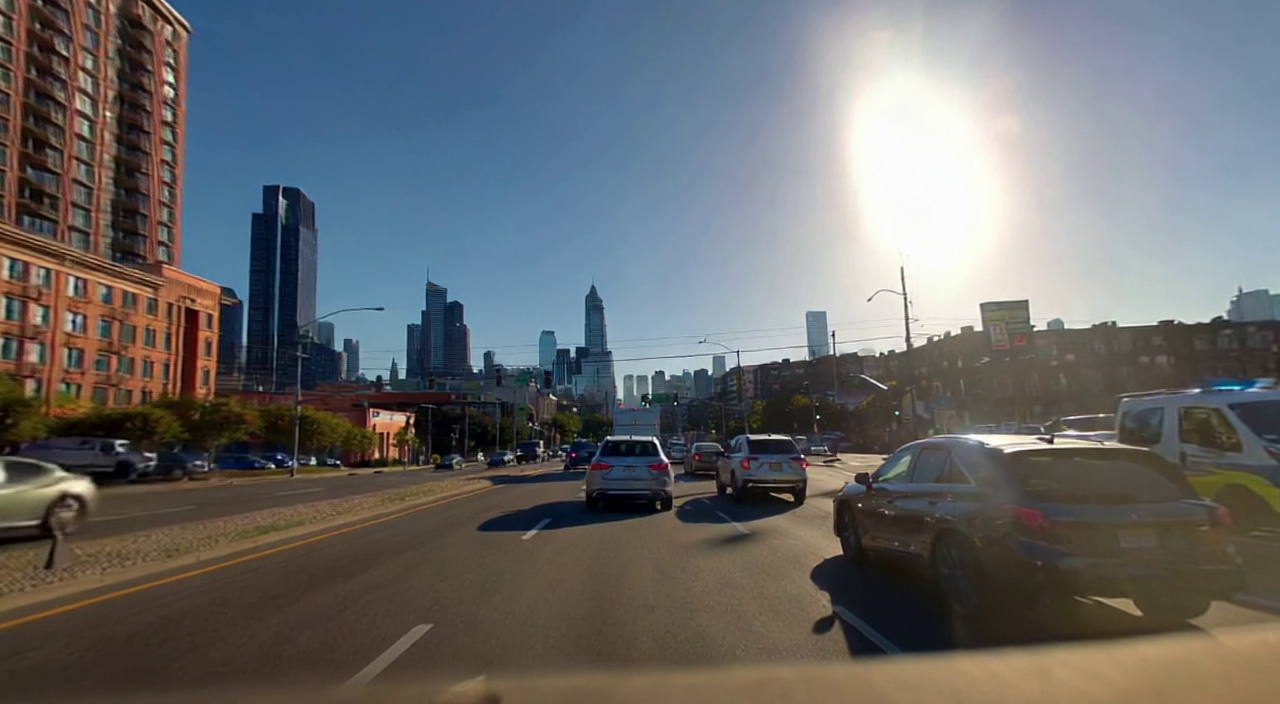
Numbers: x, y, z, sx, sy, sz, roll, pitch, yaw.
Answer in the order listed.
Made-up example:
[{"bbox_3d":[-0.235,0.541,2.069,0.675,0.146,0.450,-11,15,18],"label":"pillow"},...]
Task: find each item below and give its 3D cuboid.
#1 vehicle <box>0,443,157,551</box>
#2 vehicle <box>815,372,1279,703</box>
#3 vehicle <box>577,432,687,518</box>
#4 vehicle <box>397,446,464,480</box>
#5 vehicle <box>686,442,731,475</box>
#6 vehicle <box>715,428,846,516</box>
[{"bbox_3d":[-11.061,2.404,10.715,2.055,1.663,4.637,0,-9,0],"label":"vehicle"},{"bbox_3d":[3.242,1.272,5.314,2.056,1.700,4.399,0,-9,-3],"label":"vehicle"},{"bbox_3d":[-0.179,2.653,14.075,2.106,1.613,3.697,0,-9,-1],"label":"vehicle"},{"bbox_3d":[-11.352,6.028,34.656,2.083,1.719,4.497,-1,-9,1],"label":"vehicle"},{"bbox_3d":[3.345,5.311,31.575,1.812,1.518,3.840,0,-9,0],"label":"vehicle"},{"bbox_3d":[2.980,2.650,14.399,1.995,1.677,4.106,0,-9,-1],"label":"vehicle"}]
